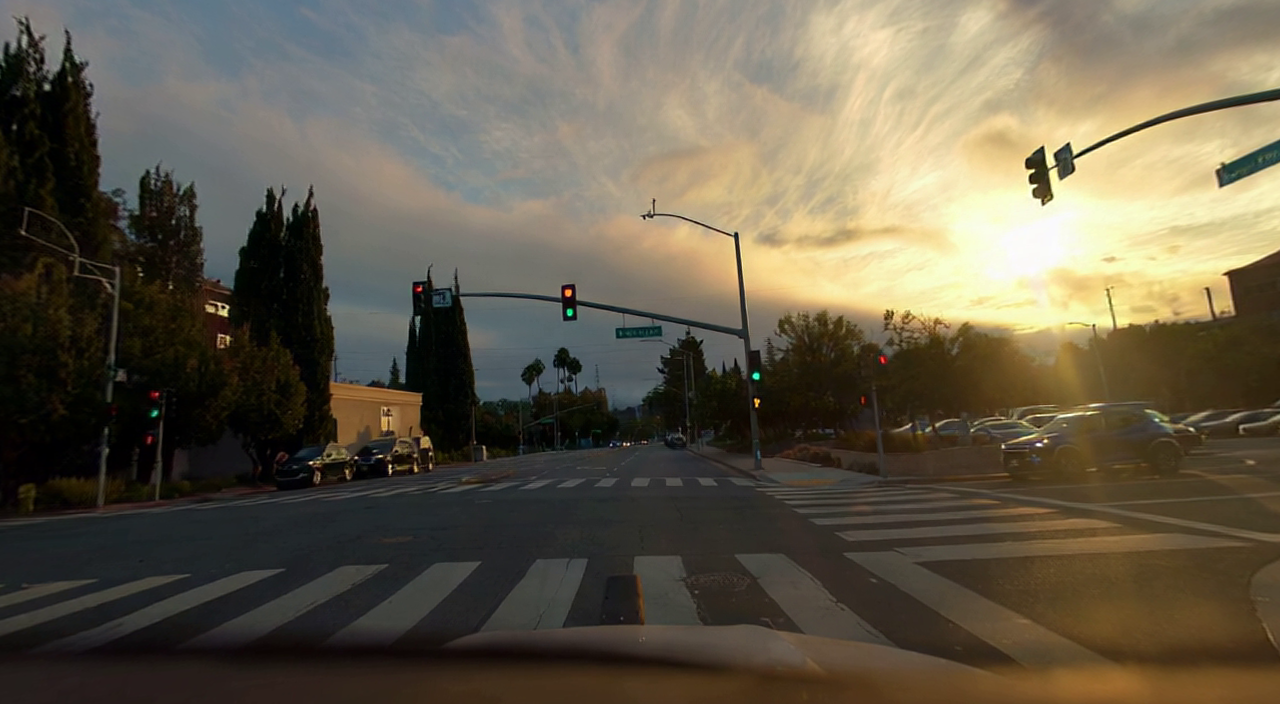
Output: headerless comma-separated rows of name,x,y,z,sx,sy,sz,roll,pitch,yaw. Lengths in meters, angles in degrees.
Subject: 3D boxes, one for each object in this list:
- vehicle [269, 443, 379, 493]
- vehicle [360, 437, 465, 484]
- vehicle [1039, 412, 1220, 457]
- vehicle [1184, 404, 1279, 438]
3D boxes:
vehicle,-13.804,5.068,28.046,2.306,1.957,4.968,0,-9,-1
vehicle,-10.175,4.921,28.956,2.664,1.940,5.702,0,-9,0
vehicle,16.912,2.913,22.139,4.560,1.453,1.851,-3,-9,18
vehicle,34.785,4.020,36.666,4.326,1.511,1.725,-8,-9,17
